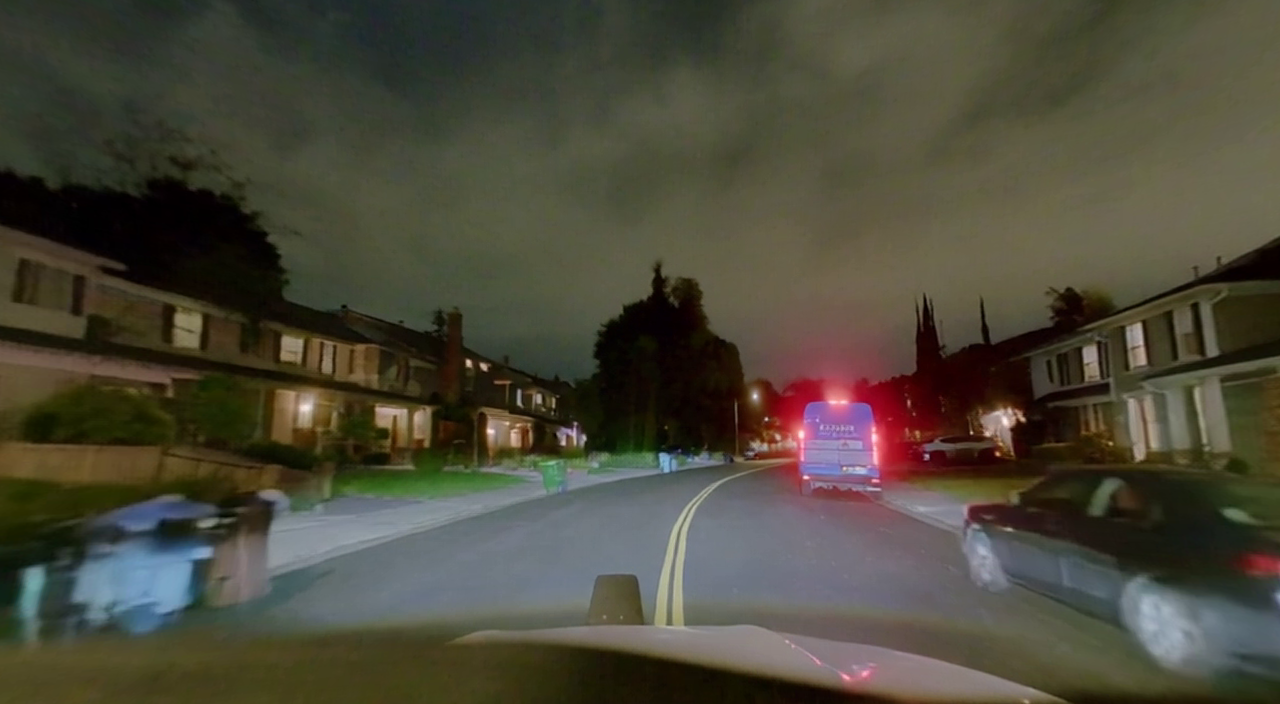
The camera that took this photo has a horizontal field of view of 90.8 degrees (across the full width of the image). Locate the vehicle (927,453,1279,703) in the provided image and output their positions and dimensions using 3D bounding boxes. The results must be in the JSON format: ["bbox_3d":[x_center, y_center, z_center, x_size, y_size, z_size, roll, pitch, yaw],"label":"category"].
[{"bbox_3d":[3.973,1.446,4.674,1.835,1.349,4.285,-1,-9,3],"label":"vehicle"}]

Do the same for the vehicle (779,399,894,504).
[{"bbox_3d":[5.853,3.089,19.826,2.684,2.712,6.197,-2,-9,11],"label":"vehicle"}]

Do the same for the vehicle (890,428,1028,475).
[{"bbox_3d":[13.577,4.329,27.216,4.791,1.472,2.114,-8,-12,12],"label":"vehicle"}]
